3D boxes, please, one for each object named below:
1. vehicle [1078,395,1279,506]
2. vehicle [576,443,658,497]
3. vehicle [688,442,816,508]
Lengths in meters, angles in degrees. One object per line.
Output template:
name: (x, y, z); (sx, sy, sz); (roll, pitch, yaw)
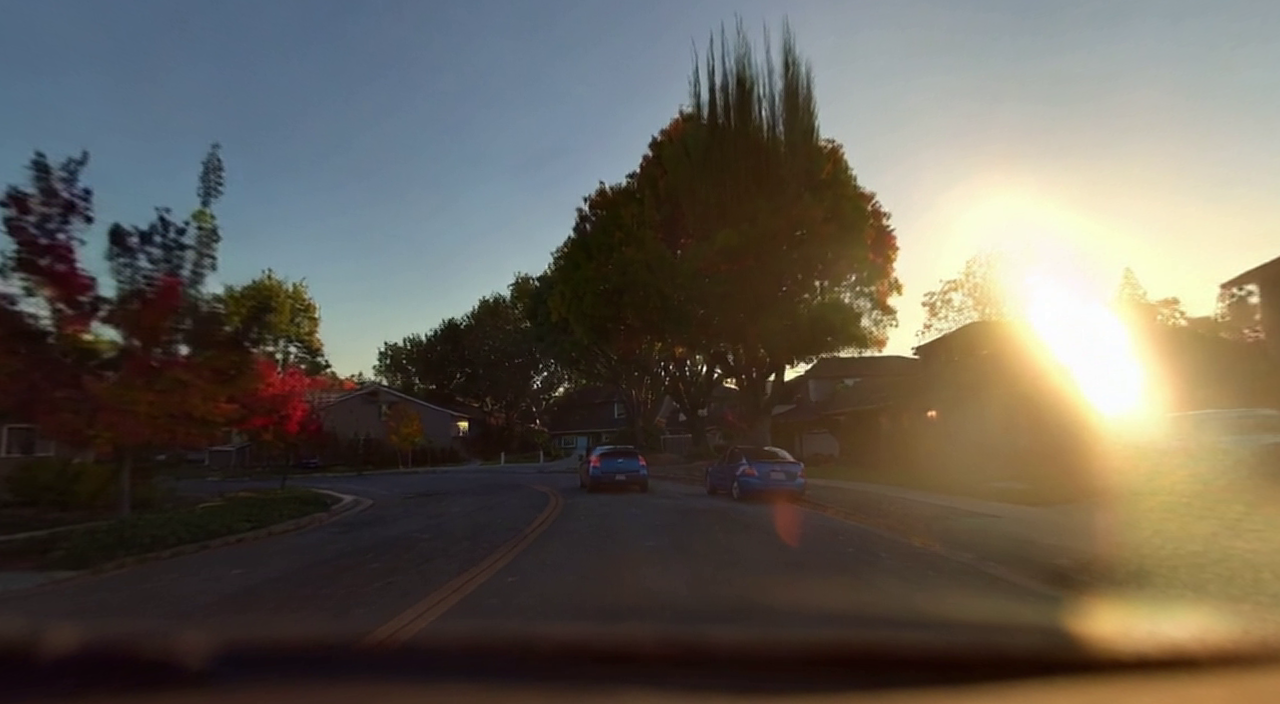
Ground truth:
vehicle: (10.205, 1.633, 10.566); (4.599, 1.599, 1.926); (1, -10, -11)
vehicle: (-0.839, 3.566, 19.502); (2.192, 1.474, 4.192); (1, -9, -7)
vehicle: (2.734, 3.131, 16.634); (2.089, 1.462, 4.529); (1, -9, -6)
